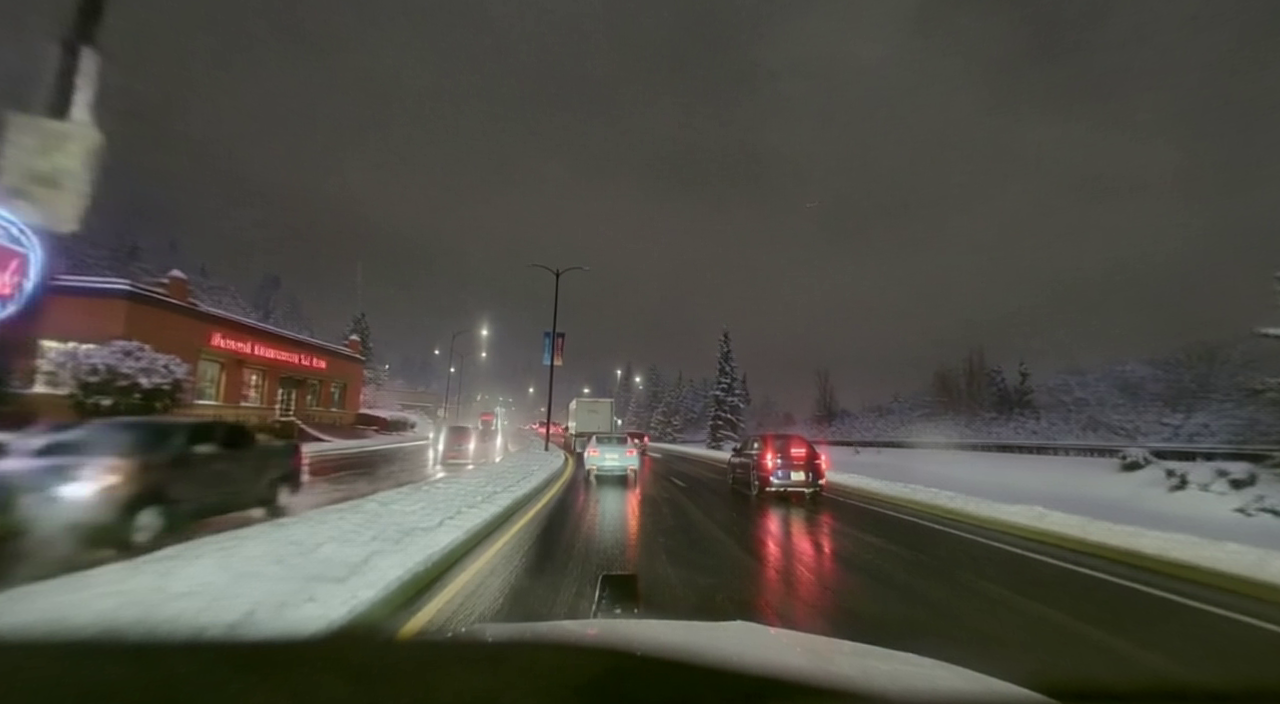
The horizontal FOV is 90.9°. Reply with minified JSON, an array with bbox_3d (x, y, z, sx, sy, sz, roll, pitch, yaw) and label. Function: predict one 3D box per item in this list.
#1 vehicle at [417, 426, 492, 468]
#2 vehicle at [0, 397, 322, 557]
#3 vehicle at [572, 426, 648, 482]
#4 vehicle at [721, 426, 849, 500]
[{"bbox_3d":[-7.342,3.792,25.418,2.007,1.532,4.266,1,-8,-4],"label":"vehicle"},{"bbox_3d":[-6.290,1.550,8.526,1.966,1.616,4.038,1,-8,-3],"label":"vehicle"},{"bbox_3d":[-0.938,2.945,18.491,1.991,1.472,3.518,1,-8,-4],"label":"vehicle"},{"bbox_3d":[3.257,2.555,14.978,1.889,1.480,3.876,1,-8,-4],"label":"vehicle"}]
